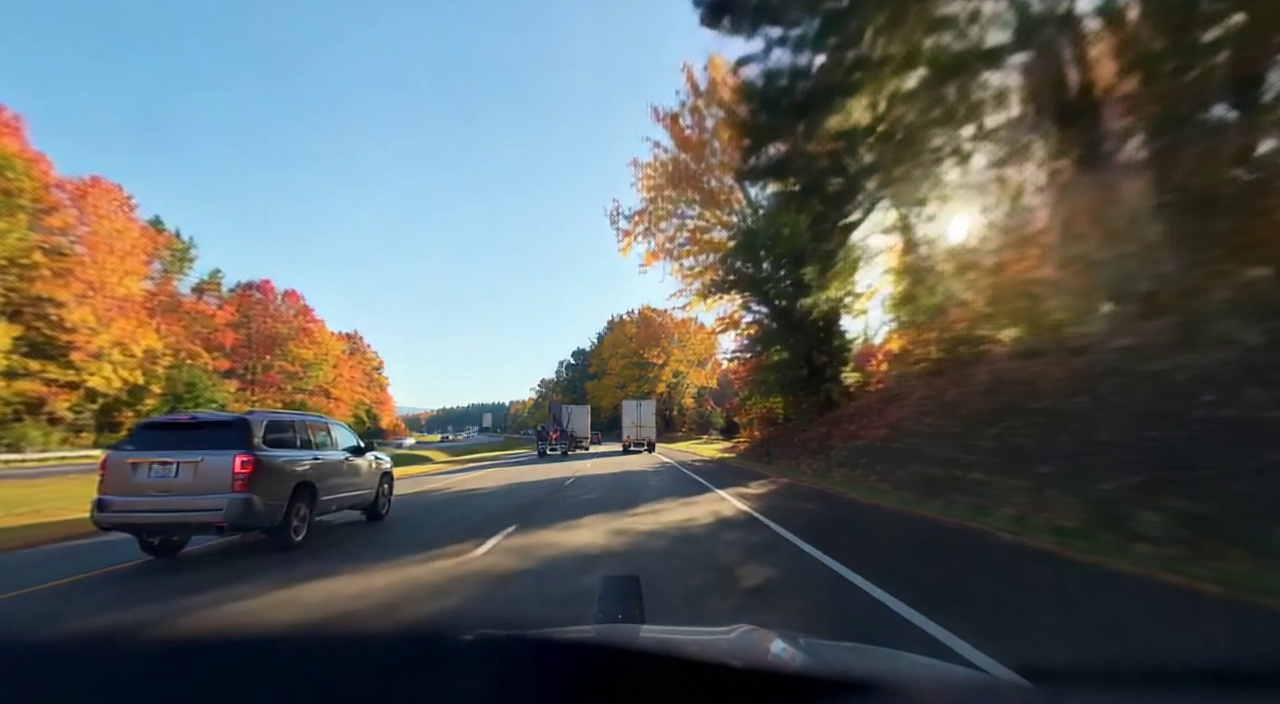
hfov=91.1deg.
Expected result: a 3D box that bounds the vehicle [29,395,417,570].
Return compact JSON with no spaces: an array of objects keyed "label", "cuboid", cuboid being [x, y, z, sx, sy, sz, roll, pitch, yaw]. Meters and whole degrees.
[{"label":"vehicle","cuboid":[-4.837,1.568,8.389,2.089,1.669,4.515,0,-8,0]}]

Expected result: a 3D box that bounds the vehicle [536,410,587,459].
[{"label":"vehicle","cuboid":[-4.671,5.048,38.220,2.383,2.726,5.677,0,-8,0]}]

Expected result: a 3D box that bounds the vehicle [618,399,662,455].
[{"label":"vehicle","cuboid":[-0.154,5.918,48.982,3.078,3.955,8.774,1,-8,-2]}]
